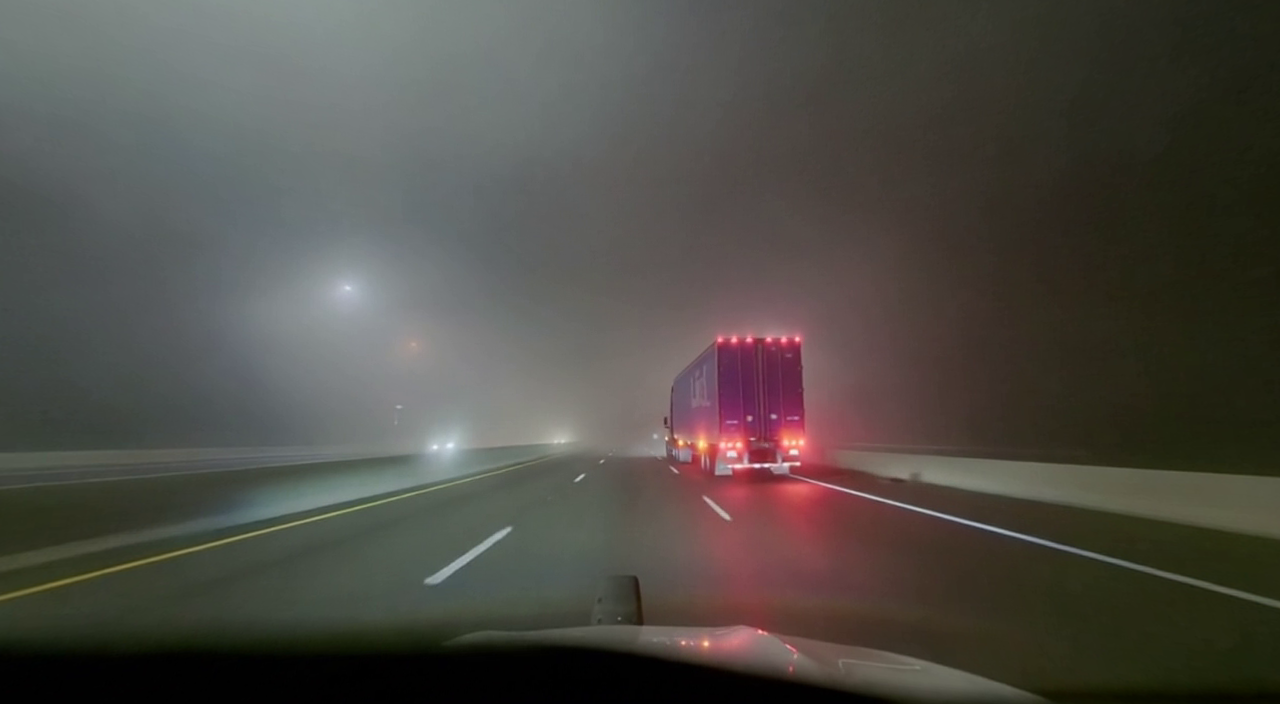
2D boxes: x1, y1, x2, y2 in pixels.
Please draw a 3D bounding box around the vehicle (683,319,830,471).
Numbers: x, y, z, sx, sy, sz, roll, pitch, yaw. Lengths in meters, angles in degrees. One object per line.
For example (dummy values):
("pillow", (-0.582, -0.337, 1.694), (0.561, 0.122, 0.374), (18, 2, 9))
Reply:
("vehicle", (3.715, 2.152, 24.730), (3.034, 4.194, 14.704), (0, -8, 0))
